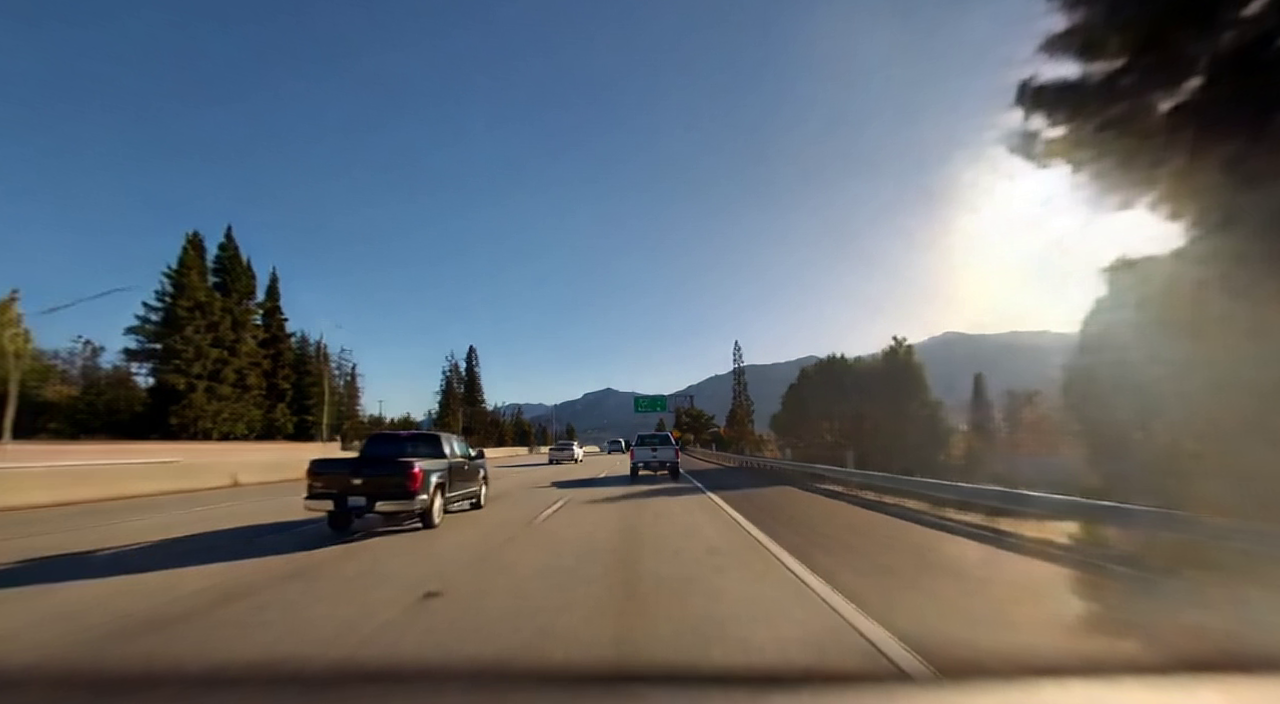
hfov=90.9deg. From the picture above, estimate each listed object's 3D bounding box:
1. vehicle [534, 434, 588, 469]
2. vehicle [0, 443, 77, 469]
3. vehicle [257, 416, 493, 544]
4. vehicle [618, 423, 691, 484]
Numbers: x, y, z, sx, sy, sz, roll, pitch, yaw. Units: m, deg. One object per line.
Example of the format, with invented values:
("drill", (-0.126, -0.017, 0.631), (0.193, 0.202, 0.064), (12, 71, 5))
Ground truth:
("vehicle", (-3.904, 4.984, 31.763), (2.106, 1.651, 4.040), (0, -8, 1))
("vehicle", (-36.643, 6.164, 37.431), (1.881, 1.460, 5.049), (-2, -8, 0))
("vehicle", (-3.844, 1.928, 10.087), (1.959, 1.604, 4.065), (0, -8, 0))
("vehicle", (0.477, 3.489, 21.894), (2.229, 1.837, 5.387), (0, -8, 1))
